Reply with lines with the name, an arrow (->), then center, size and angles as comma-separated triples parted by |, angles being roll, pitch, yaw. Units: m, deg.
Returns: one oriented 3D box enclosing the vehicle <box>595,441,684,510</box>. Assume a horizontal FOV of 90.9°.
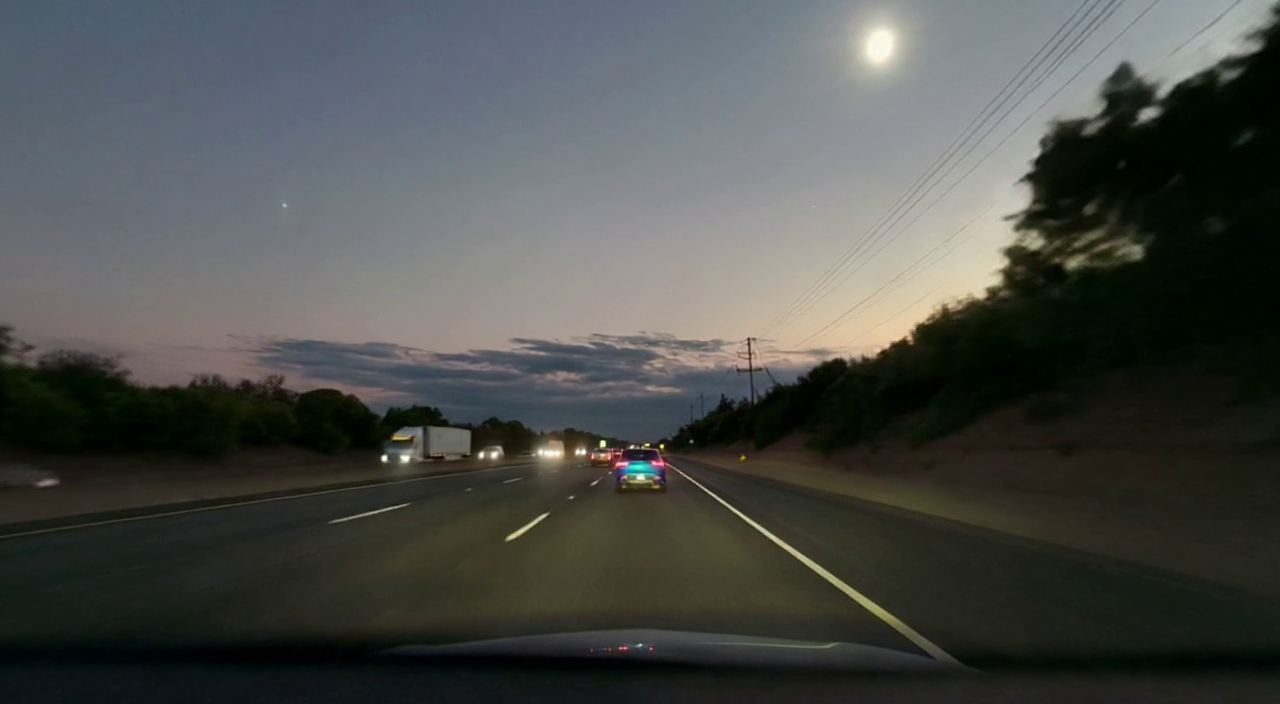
vehicle -> -0.032, 3.053, 16.071 | 1.966, 1.499, 4.298 | 0, -9, -1
